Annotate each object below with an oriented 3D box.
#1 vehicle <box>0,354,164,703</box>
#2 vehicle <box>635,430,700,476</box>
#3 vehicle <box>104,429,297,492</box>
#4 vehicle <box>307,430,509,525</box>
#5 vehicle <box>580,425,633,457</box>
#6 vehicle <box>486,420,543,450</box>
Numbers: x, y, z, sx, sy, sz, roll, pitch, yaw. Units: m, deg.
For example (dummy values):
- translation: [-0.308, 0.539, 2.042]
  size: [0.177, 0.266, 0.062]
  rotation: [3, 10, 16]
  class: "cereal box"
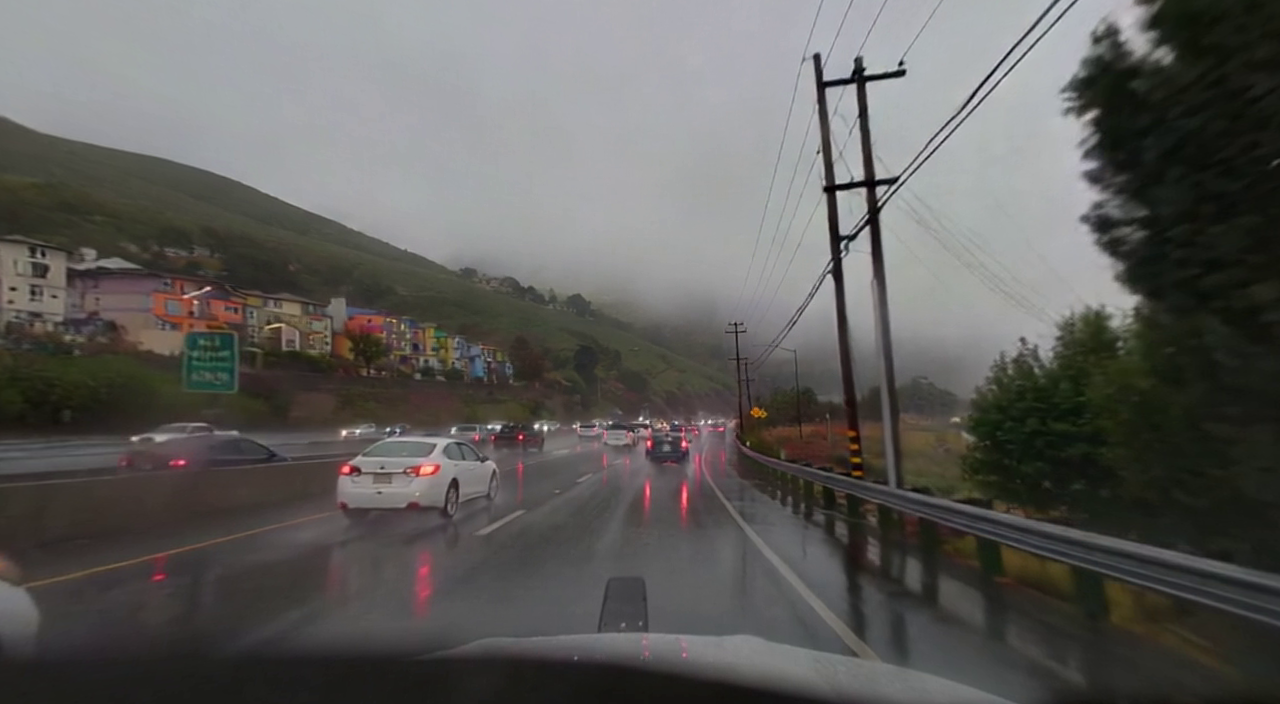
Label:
- translation: [-4.134, 0.721, 1.794]
  size: [2.079, 1.763, 4.295]
  rotation: [0, -8, 2]
  class: "vehicle"
- translation: [1.020, 3.585, 22.615]
  size: [2.109, 1.495, 3.935]
  rotation: [-1, -8, 4]
  class: "vehicle"
- translation: [-12.748, 3.175, 18.775]
  size: [1.986, 1.622, 4.548]
  rotation: [-2, -8, 10]
  class: "vehicle"
- translation: [-4.180, 2.337, 12.425]
  size: [1.956, 1.478, 4.789]
  rotation: [-1, -8, 3]
  class: "vehicle"
- translation: [-1.786, 4.958, 34.917]
  size: [2.121, 1.639, 4.383]
  rotation: [-1, -8, 8]
  class: "vehicle"
- translation: [-8.300, 5.565, 42.002]
  size: [2.080, 1.833, 4.461]
  rotation: [-2, -9, 12]
  class: "vehicle"
